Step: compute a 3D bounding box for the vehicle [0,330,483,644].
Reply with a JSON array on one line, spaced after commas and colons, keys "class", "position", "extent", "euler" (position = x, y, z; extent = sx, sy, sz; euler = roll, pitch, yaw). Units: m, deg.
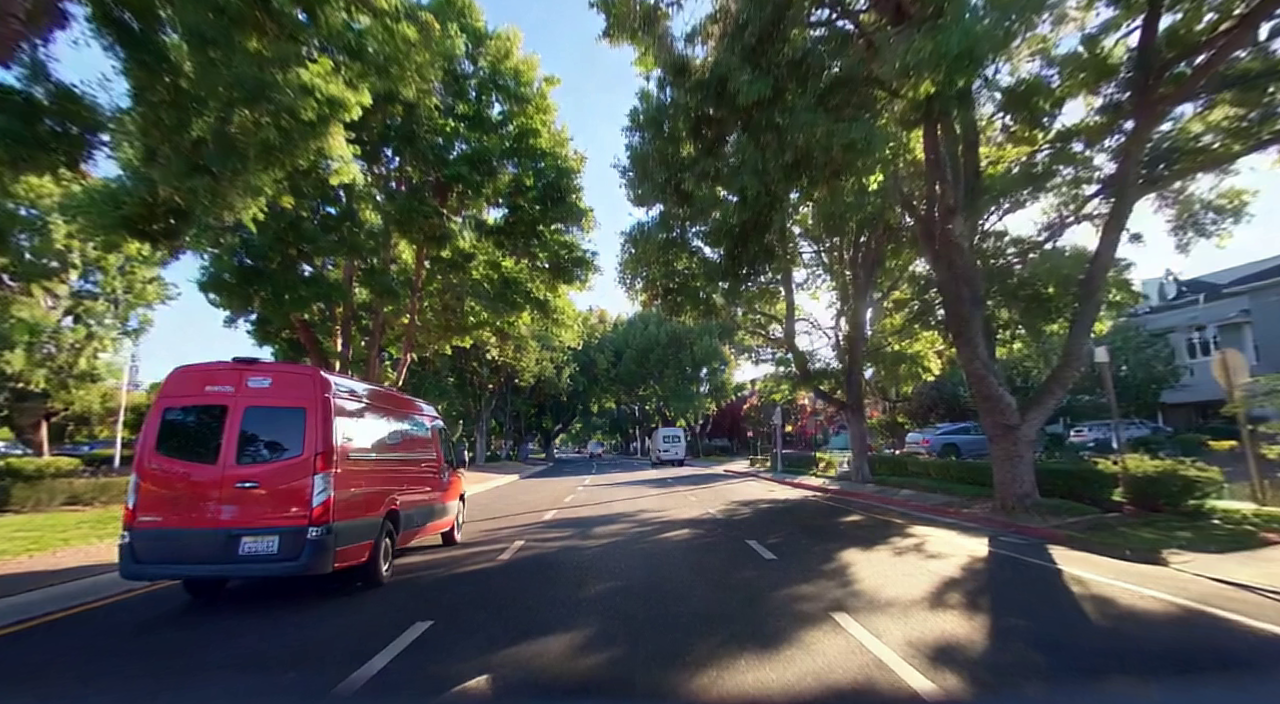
[{"class": "vehicle", "position": [-3.482, 1.278, 6.820], "extent": [2.420, 2.227, 4.499], "euler": [0, -9, -1]}]

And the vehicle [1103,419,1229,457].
[{"class": "vehicle", "position": [28.520, 4.728, 34.511], "extent": [2.097, 1.881, 5.012], "euler": [1, -9, -8]}]

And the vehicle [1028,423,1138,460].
[{"class": "vehicle", "position": [23.341, 4.783, 33.561], "extent": [1.966, 1.798, 4.753], "euler": [1, -9, -7]}]

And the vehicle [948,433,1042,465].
[{"class": "vehicle", "position": [18.295, 5.014, 32.800], "extent": [1.926, 1.517, 4.505], "euler": [1, -9, -5]}]

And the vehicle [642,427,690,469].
[{"class": "vehicle", "position": [1.599, 6.287, 41.324], "extent": [2.397, 2.566, 5.324], "euler": [1, -9, -5]}]
